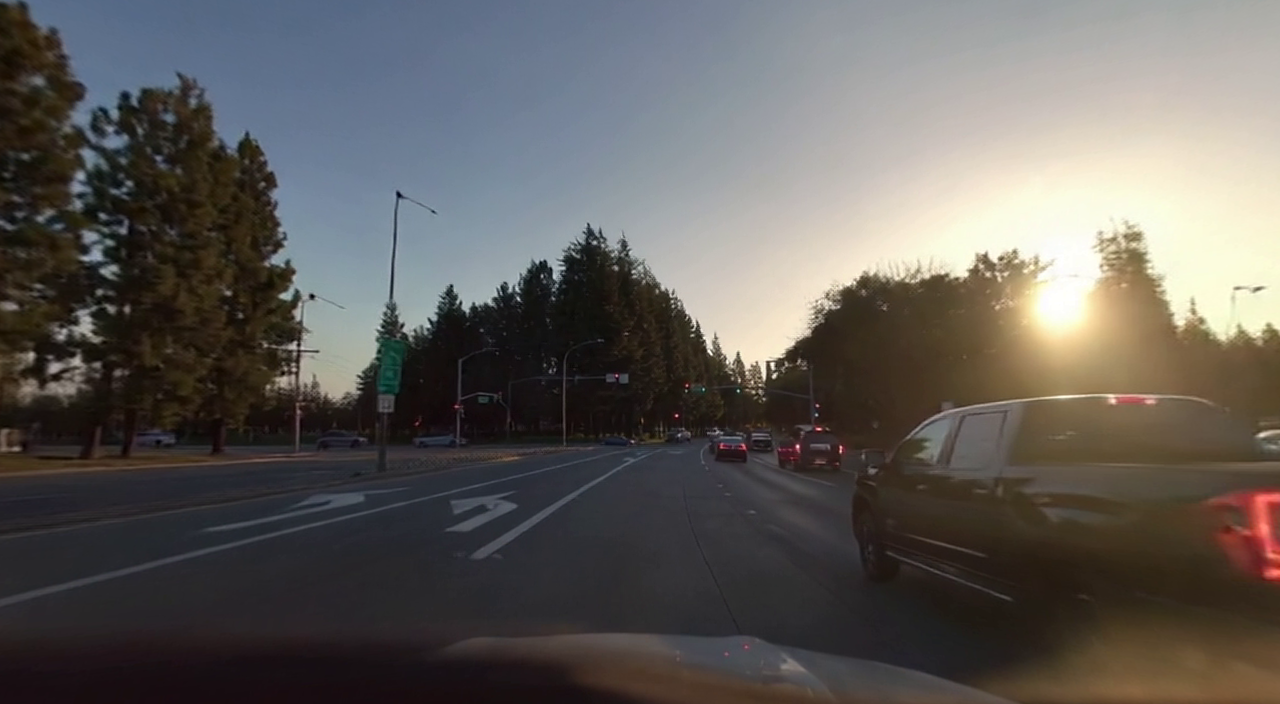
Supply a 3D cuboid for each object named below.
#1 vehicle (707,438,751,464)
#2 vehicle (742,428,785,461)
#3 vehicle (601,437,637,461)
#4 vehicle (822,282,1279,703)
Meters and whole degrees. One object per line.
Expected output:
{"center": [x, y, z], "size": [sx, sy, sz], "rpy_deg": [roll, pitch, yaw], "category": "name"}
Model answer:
{"center": [5.596, 6.284, 40.252], "size": [2.292, 1.563, 4.734], "rpy_deg": [0, -8, 2], "category": "vehicle"}
{"center": [8.844, 6.678, 45.612], "size": [2.186, 2.202, 5.426], "rpy_deg": [0, -8, 3], "category": "vehicle"}
{"center": [-1.386, 6.636, 43.338], "size": [1.958, 1.542, 4.175], "rpy_deg": [-1, -8, 5], "category": "vehicle"}
{"center": [3.238, 0.968, 4.170], "size": [2.333, 1.777, 5.713], "rpy_deg": [0, -8, 0], "category": "vehicle"}
